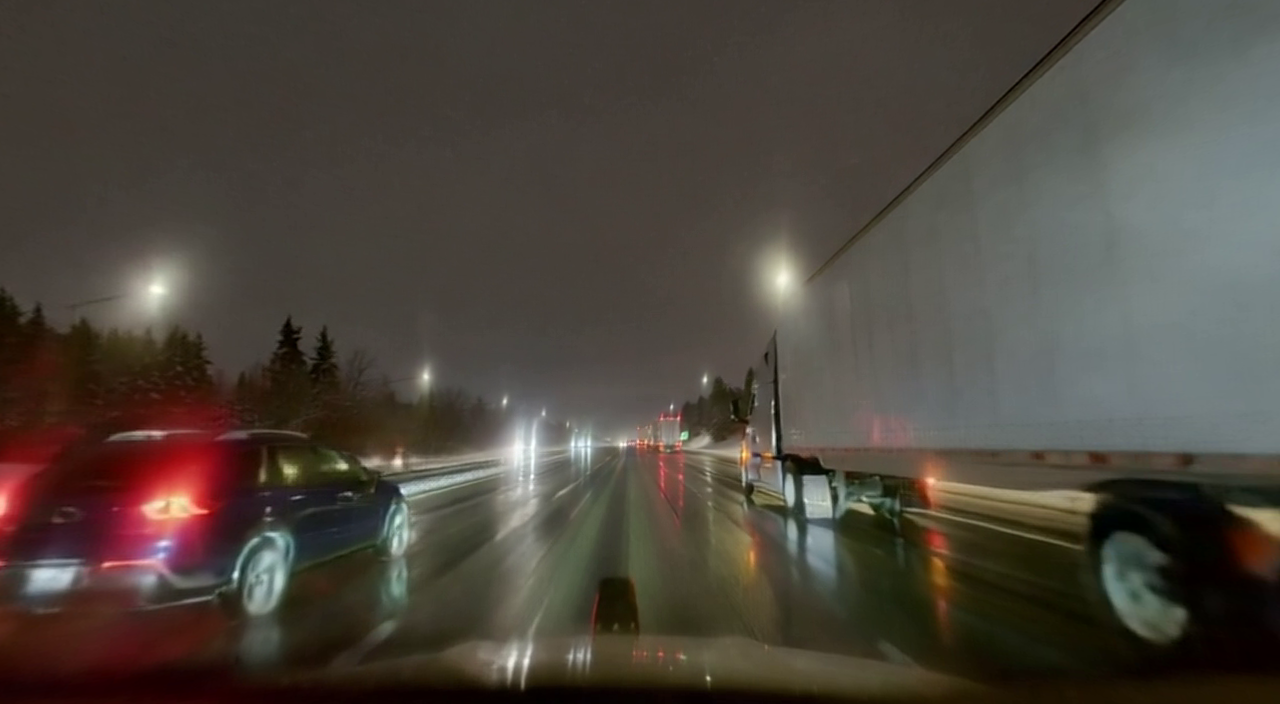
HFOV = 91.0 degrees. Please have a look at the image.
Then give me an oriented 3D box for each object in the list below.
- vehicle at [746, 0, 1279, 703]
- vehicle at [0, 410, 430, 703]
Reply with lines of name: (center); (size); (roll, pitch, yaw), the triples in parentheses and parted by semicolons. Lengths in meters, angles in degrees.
vehicle: (4.265, 0.392, 7.861); (2.976, 4.064, 14.619); (0, -8, -1)
vehicle: (-3.487, 1.365, 5.392); (1.990, 1.520, 4.100); (0, -8, 0)
